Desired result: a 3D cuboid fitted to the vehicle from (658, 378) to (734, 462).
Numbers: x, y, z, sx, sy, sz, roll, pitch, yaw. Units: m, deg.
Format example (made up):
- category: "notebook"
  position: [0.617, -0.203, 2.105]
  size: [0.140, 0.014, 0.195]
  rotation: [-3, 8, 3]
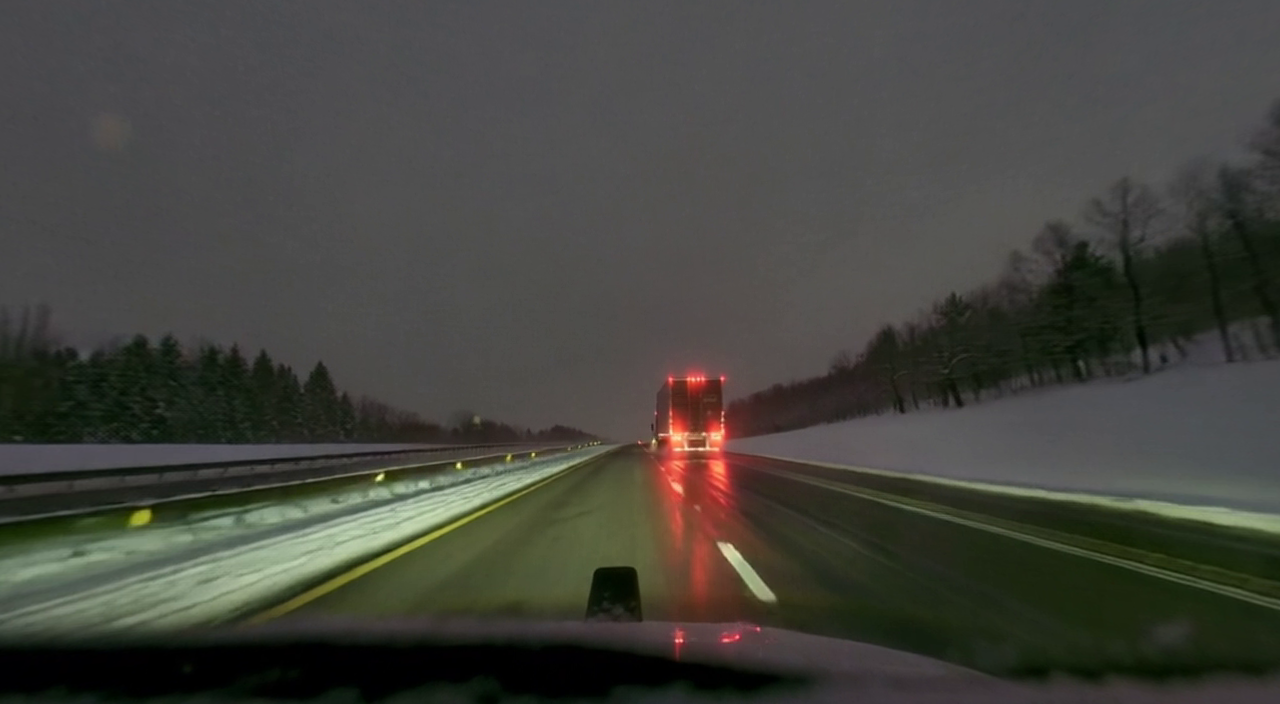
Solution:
- category: "vehicle"
  position: [2.875, 4.159, 37.046]
  size: [2.924, 4.024, 13.639]
  rotation: [0, -8, -1]
